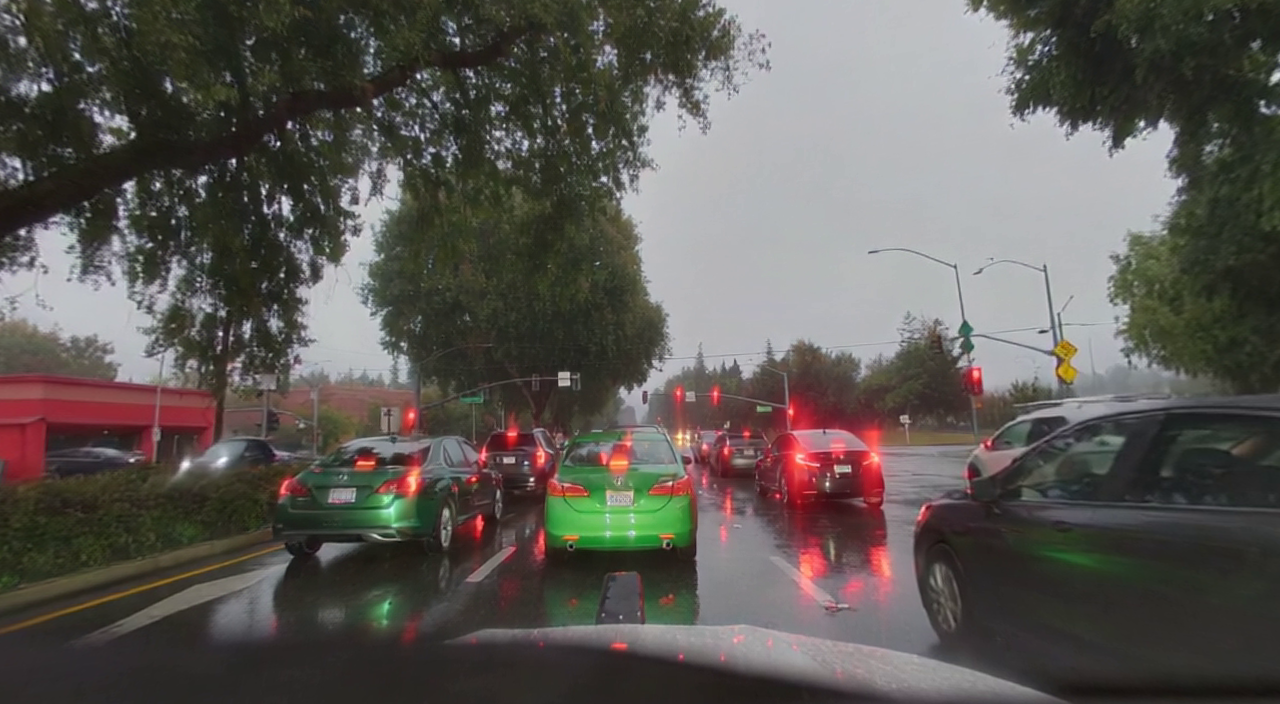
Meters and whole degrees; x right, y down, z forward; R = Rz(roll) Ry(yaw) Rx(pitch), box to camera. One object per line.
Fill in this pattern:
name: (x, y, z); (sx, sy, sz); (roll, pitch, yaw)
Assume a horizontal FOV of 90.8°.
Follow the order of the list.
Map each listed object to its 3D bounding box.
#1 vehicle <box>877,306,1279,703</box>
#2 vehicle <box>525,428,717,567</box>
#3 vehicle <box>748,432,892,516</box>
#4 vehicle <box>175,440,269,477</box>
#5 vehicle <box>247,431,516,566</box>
vehicle: (2.977, 0.798, 2.458); (2.196, 1.676, 4.865); (0, -8, 0)
vehicle: (-0.210, 1.835, 8.711); (2.041, 1.450, 3.847); (0, -8, 0)
vehicle: (3.549, 2.474, 13.282); (1.880, 1.476, 3.932); (0, -8, 1)
vehicle: (-21.240, 5.411, 32.356); (2.132, 1.724, 4.001); (0, -8, -2)
vehicle: (-3.210, 1.889, 8.942); (1.917, 1.441, 4.128); (-1, -8, 2)
